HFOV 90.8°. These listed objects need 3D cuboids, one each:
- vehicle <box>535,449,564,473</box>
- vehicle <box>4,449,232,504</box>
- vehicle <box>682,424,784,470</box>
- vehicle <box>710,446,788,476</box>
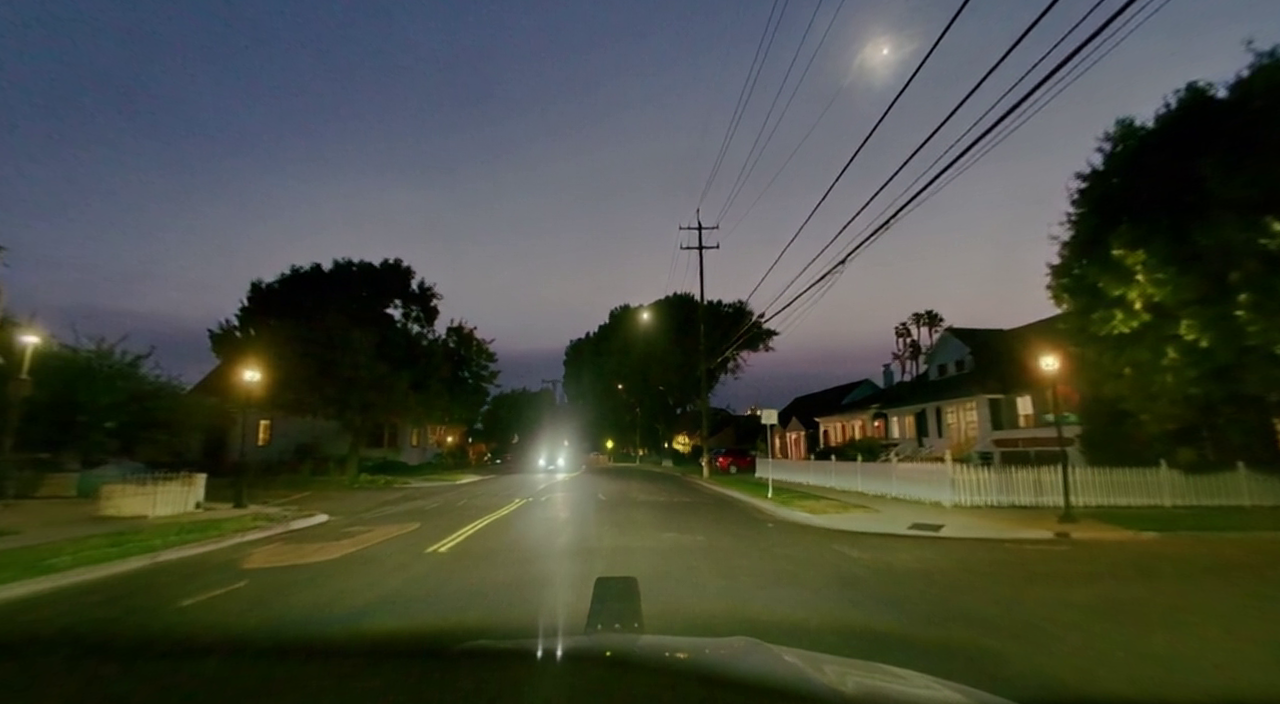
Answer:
[{"bbox_3d":[-6.349,7.658,44.601,1.892,1.501,4.335,1,-8,-6],"label":"vehicle"},{"bbox_3d":[-14.943,3.570,18.330,4.751,1.459,1.996,0,-8,-1],"label":"vehicle"},{"bbox_3d":[7.061,7.313,48.352,7.115,3.010,2.378,-2,-11,-6],"label":"vehicle"},{"bbox_3d":[6.722,6.771,39.410,4.412,1.565,1.957,-3,-9,-2],"label":"vehicle"}]
